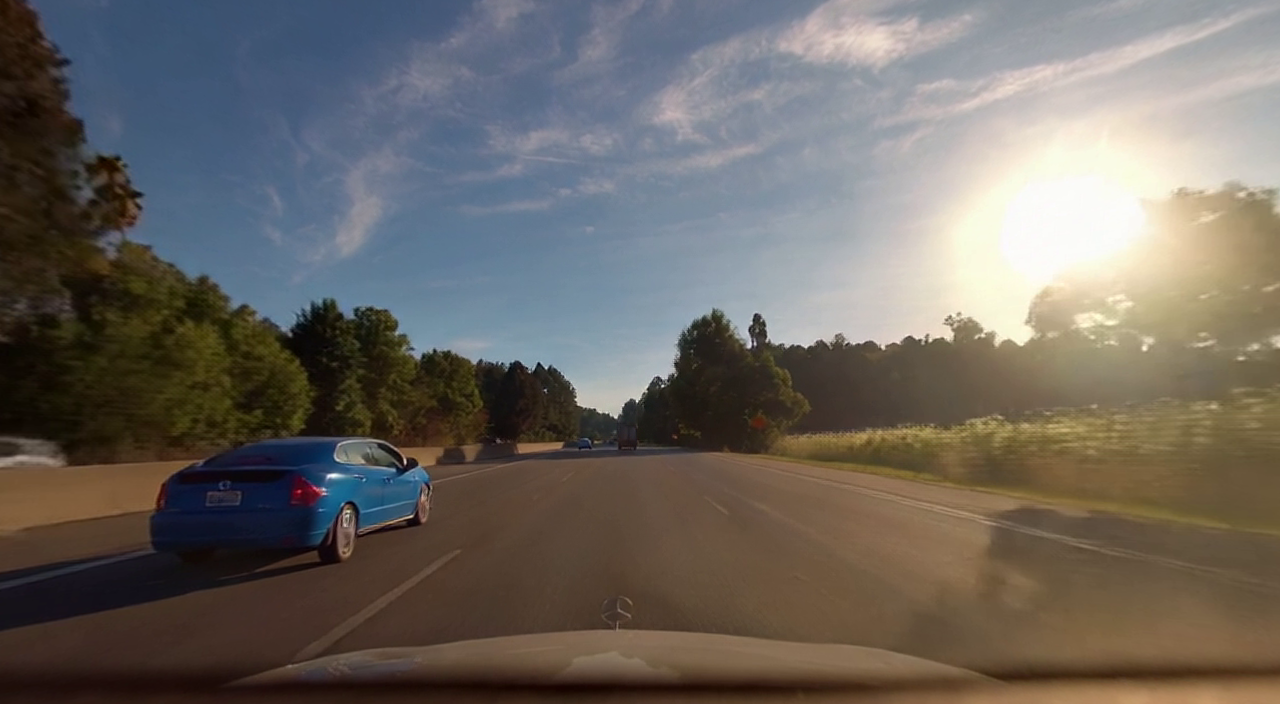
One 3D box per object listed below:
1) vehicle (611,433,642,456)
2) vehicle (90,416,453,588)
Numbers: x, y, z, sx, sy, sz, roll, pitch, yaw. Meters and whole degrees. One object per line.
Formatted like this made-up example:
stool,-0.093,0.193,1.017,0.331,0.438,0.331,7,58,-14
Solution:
vehicle,-0.952,6.872,46.771,2.162,1.616,4.242,0,-8,0
vehicle,-3.840,1.596,7.615,1.931,1.483,4.105,0,-8,-1
